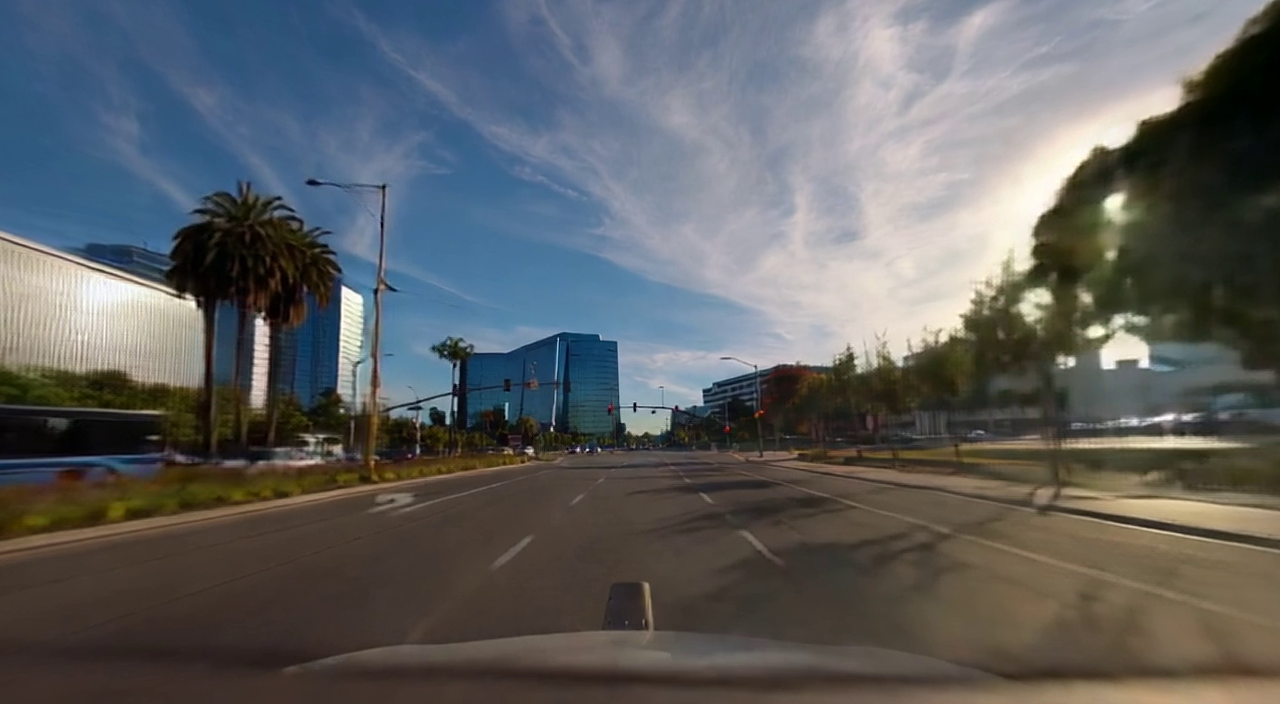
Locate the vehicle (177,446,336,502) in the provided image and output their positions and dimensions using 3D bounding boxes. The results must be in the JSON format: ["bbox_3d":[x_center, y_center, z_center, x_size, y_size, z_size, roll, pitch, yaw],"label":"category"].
[{"bbox_3d":[-11.694,3.714,19.707,1.968,1.486,4.707,0,-8,1],"label":"vehicle"}]

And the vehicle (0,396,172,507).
[{"bbox_3d":[-21.538,3.254,20.638,3.013,3.417,12.442,0,-8,-1],"label":"vehicle"}]
